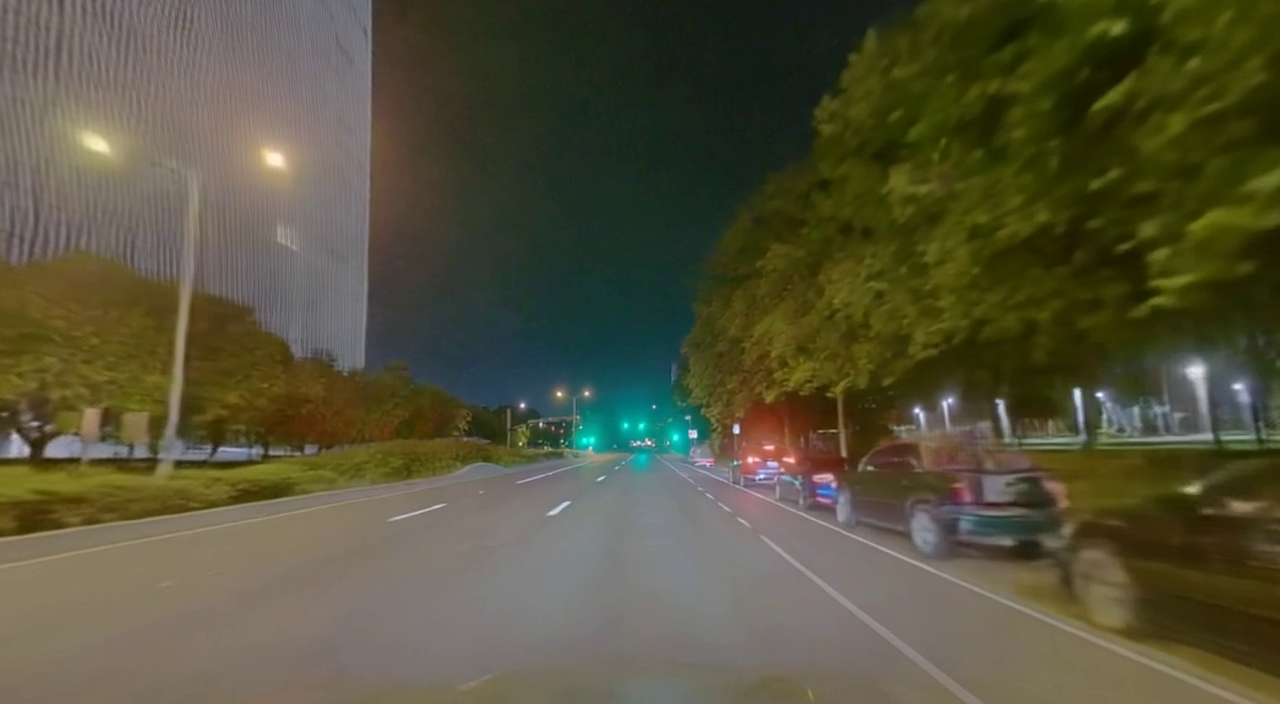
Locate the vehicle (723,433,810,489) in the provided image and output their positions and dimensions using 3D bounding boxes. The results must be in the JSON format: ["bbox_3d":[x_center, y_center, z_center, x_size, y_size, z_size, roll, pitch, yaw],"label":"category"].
[{"bbox_3d":[4.538,3.991,23.442,2.198,1.834,4.963,0,-8,0],"label":"vehicle"}]

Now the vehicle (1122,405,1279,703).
[{"bbox_3d":[3.983,0.869,1.631,1.974,1.534,4.610,2,-8,2],"label":"vehicle"}]

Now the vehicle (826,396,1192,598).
[{"bbox_3d":[4.222,1.723,8.508,1.995,1.884,5.003,0,-8,2],"label":"vehicle"}]

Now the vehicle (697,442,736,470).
[{"bbox_3d":[4.944,6.780,41.476,1.987,1.718,4.698,0,-8,0],"label":"vehicle"}]
